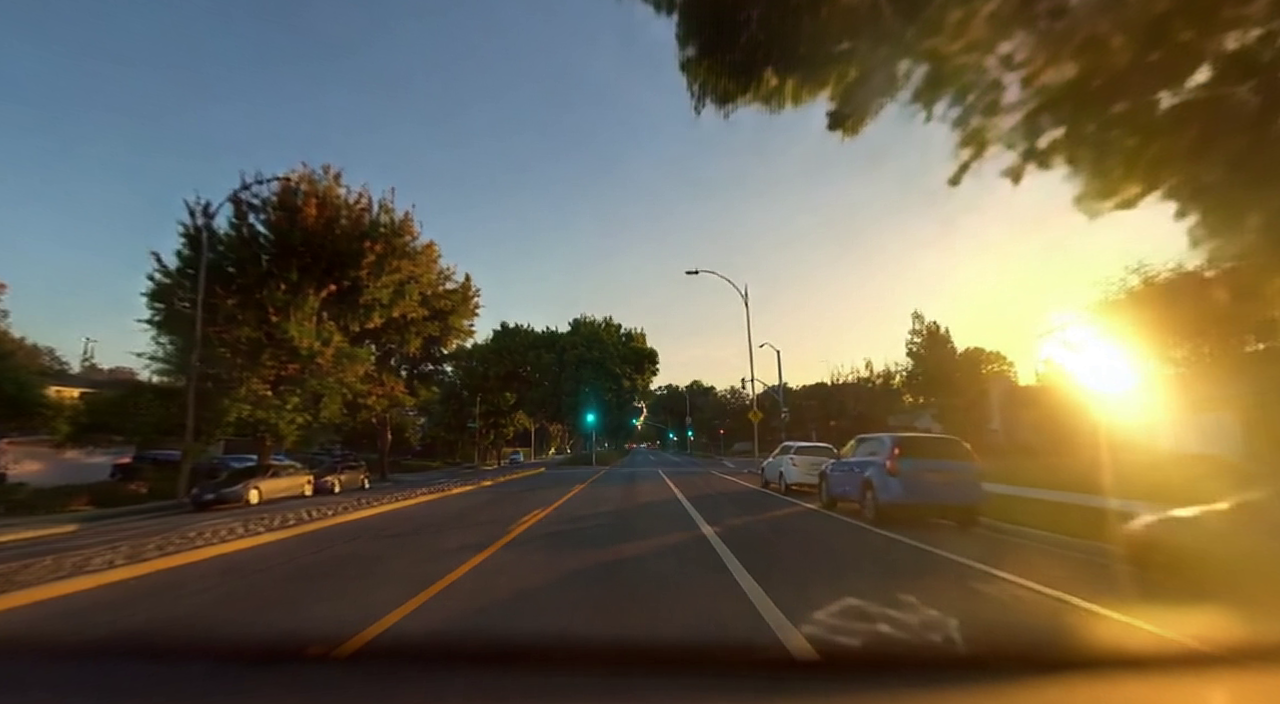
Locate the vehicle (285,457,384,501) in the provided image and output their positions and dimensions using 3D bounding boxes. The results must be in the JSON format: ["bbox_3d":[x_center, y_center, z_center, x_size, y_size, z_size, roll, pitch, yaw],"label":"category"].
[{"bbox_3d":[-12.443,5.152,26.049,1.851,1.472,4.532,-1,-8,0],"label":"vehicle"}]

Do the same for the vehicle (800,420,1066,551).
[{"bbox_3d":[4.701,2.203,11.319,2.218,1.789,5.146,0,-8,-1],"label":"vehicle"}]

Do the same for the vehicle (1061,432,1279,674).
[{"bbox_3d":[4.786,1.153,3.403,1.928,1.431,4.570,0,-8,1],"label":"vehicle"}]

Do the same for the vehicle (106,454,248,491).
[{"bbox_3d":[-20.887,5.429,28.624,4.715,1.560,2.131,0,-9,-1],"label":"vehicle"}]

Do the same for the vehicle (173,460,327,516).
[{"bbox_3d":[-12.570,4.366,20.767,1.983,1.513,4.662,0,-9,2],"label":"vehicle"}]
